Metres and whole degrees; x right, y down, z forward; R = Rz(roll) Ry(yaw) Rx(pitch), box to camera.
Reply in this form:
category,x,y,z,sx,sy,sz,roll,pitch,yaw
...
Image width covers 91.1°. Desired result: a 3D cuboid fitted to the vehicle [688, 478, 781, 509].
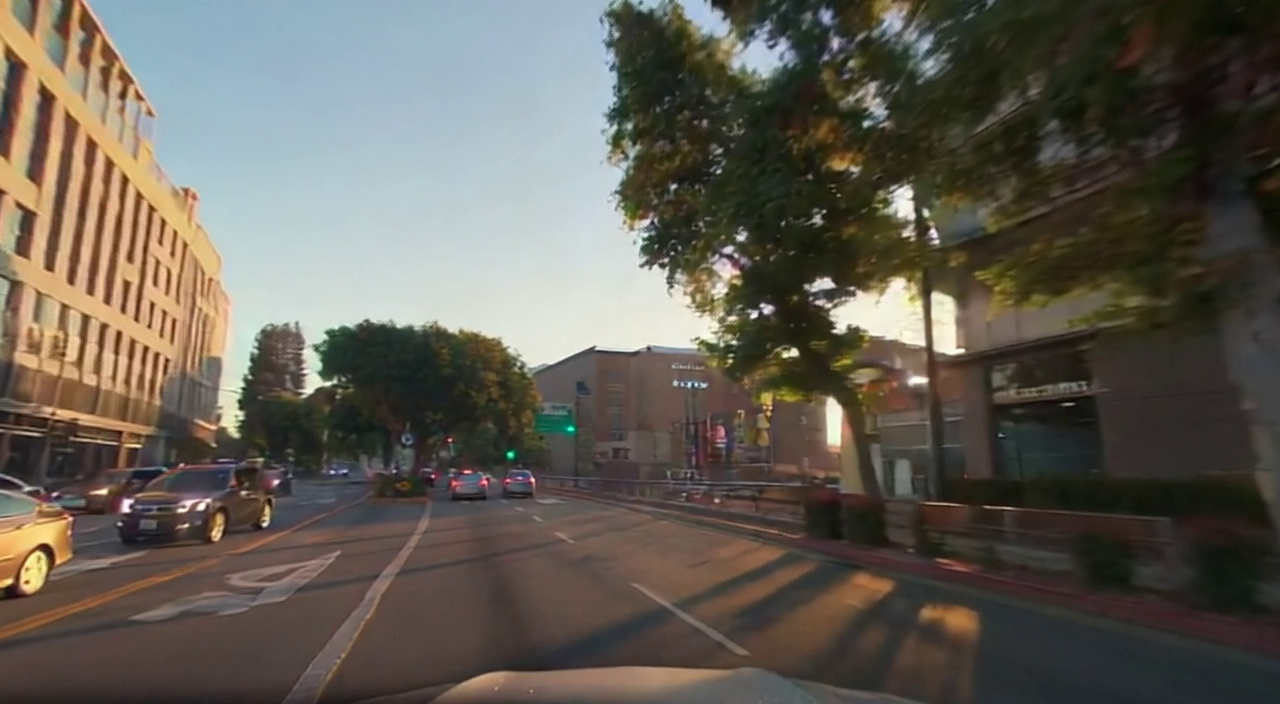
category,x,y,z,sx,sy,sz,roll,pitch,yaw
vehicle,4.758,7.190,31.917,4.302,1.456,1.832,2,-11,-10

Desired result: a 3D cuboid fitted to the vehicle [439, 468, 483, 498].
category,x,y,z,sx,sy,sz,roll,pitch,yaw
vehicle,-9.790,7.121,34.243,2.005,1.498,3.643,4,-11,-19

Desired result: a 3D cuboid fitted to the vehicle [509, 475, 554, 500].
category,x,y,z,sx,sy,sz,roll,pitch,yaw
vehicle,-5.662,6.992,32.563,1.775,1.186,2.933,4,-11,-19

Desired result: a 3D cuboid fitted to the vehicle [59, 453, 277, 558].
category,x,y,z,sx,sy,sz,roll,pitch,yaw
vehicle,-9.252,3.011,12.908,2.011,1.701,4.519,4,-11,-17
